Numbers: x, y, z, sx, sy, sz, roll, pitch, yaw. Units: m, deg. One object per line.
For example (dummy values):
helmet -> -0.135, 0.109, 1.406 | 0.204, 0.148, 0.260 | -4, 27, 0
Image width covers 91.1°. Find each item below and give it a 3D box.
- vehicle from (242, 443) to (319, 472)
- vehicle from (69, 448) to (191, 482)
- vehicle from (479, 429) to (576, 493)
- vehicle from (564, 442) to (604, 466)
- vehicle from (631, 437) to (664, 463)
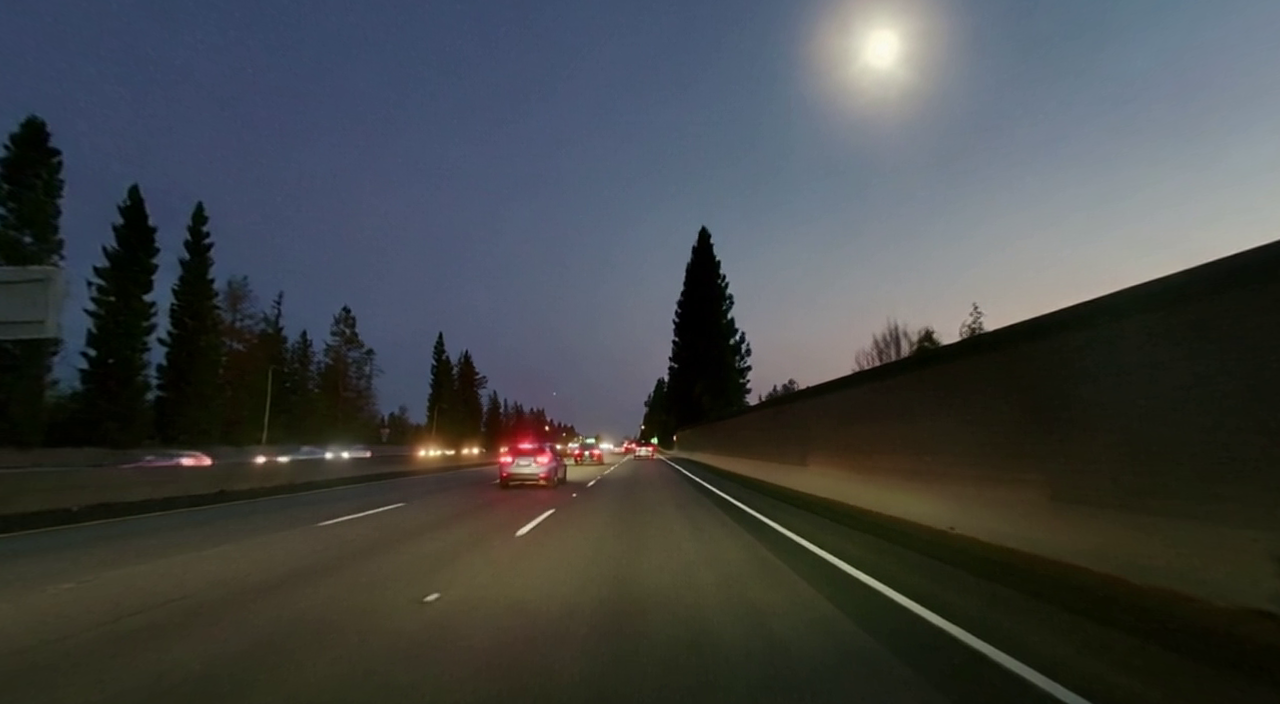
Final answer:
vehicle -> -20.544, 6.043, 36.091 | 1.852, 1.556, 4.162 | 0, -8, 1
vehicle -> -24.781, 5.490, 30.771 | 1.938, 1.479, 4.731 | 0, -8, 1
vehicle -> -3.221, 3.227, 18.920 | 2.056, 1.679, 4.204 | 0, -8, 1
vehicle -> -3.526, 6.504, 40.151 | 2.055, 1.431, 3.921 | 0, -8, 2
vehicle -> 0.527, 7.223, 46.242 | 2.285, 1.797, 4.478 | 0, -8, 0
